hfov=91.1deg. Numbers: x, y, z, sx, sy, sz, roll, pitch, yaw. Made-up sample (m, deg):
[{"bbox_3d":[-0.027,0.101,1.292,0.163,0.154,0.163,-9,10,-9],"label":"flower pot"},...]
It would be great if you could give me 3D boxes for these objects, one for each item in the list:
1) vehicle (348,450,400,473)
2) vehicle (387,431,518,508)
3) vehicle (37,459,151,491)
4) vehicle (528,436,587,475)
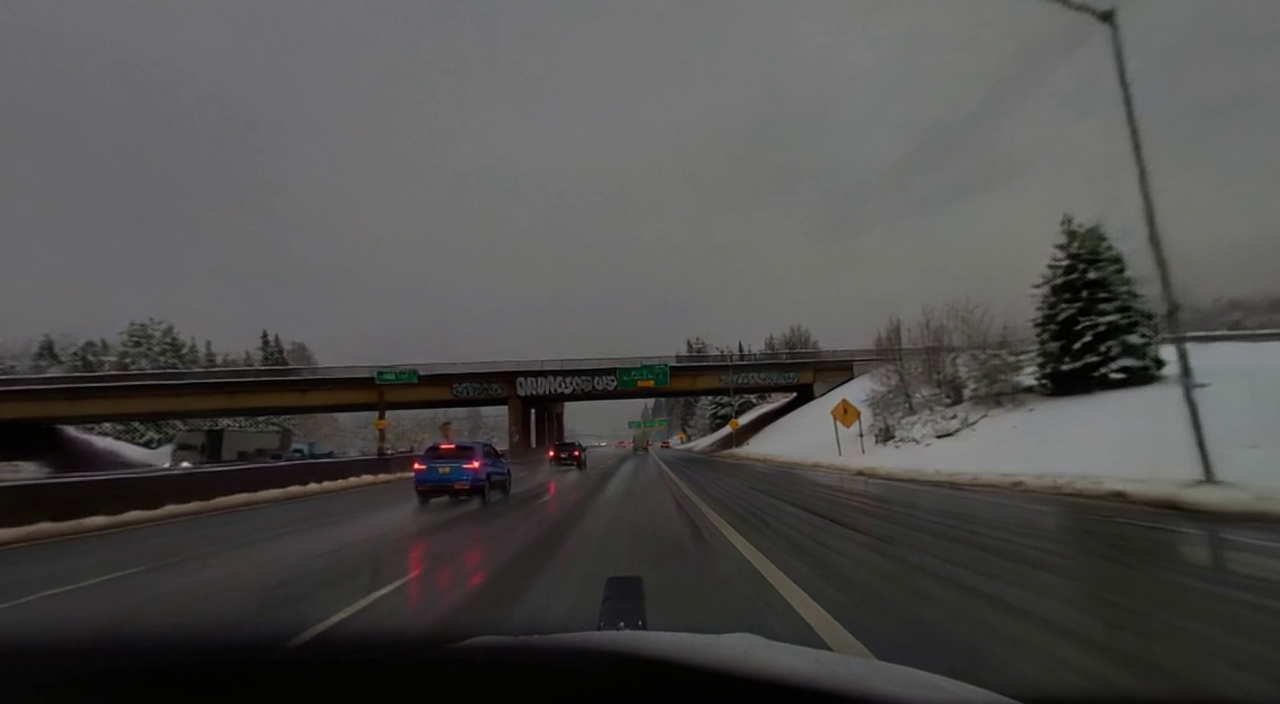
[{"bbox_3d":[-20.150,8.316,47.788,1.856,1.560,5.001,-1,-8,-1],"label":"vehicle"},{"bbox_3d":[-4.403,2.810,15.464,1.969,1.633,3.962,0,-8,0],"label":"vehicle"},{"bbox_3d":[-35.280,7.934,40.892,2.190,1.725,5.844,0,-8,0],"label":"vehicle"},{"bbox_3d":[-3.822,4.883,29.859,2.154,1.693,4.394,0,-8,1],"label":"vehicle"}]
